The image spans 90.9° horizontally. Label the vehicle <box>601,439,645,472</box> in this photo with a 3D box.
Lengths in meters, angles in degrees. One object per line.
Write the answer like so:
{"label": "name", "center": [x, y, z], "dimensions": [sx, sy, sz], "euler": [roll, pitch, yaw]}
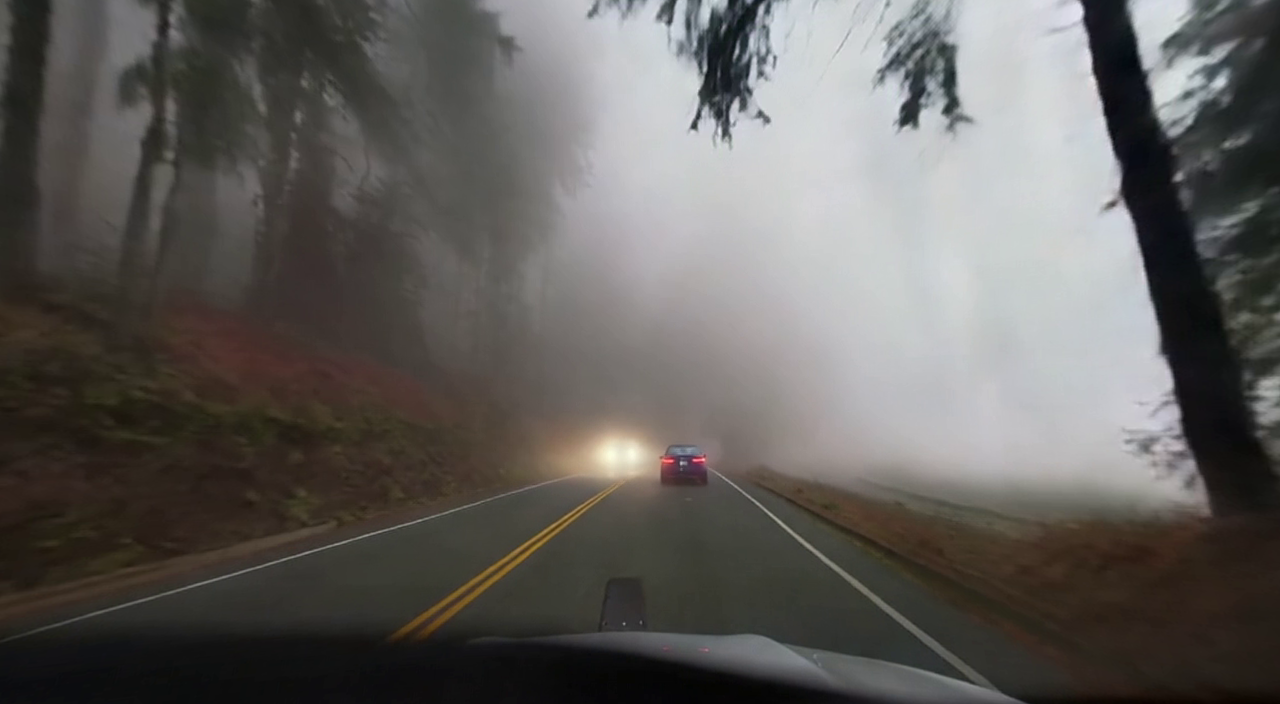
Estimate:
{"label": "vehicle", "center": [-1.002, 6.610, 40.544], "dimensions": [2.291, 1.975, 4.308], "euler": [-1, -9, 5]}

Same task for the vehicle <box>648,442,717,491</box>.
{"label": "vehicle", "center": [1.520, 4.133, 23.156], "dimensions": [2.274, 1.583, 4.349], "euler": [0, -9, 3]}
